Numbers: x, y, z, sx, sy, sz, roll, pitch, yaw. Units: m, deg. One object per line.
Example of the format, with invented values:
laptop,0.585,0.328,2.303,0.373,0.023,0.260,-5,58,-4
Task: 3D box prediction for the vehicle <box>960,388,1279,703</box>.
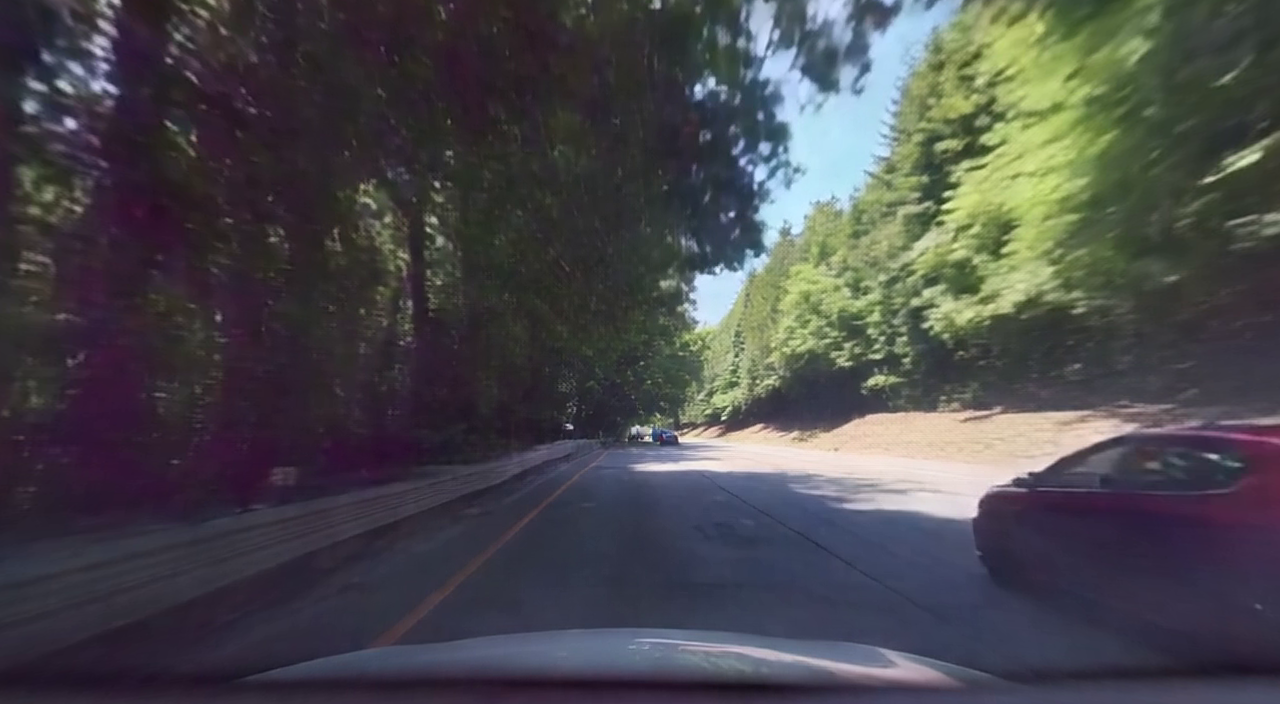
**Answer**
vehicle,3.681,0.945,2.940,2.017,1.502,4.369,0,-8,-1
